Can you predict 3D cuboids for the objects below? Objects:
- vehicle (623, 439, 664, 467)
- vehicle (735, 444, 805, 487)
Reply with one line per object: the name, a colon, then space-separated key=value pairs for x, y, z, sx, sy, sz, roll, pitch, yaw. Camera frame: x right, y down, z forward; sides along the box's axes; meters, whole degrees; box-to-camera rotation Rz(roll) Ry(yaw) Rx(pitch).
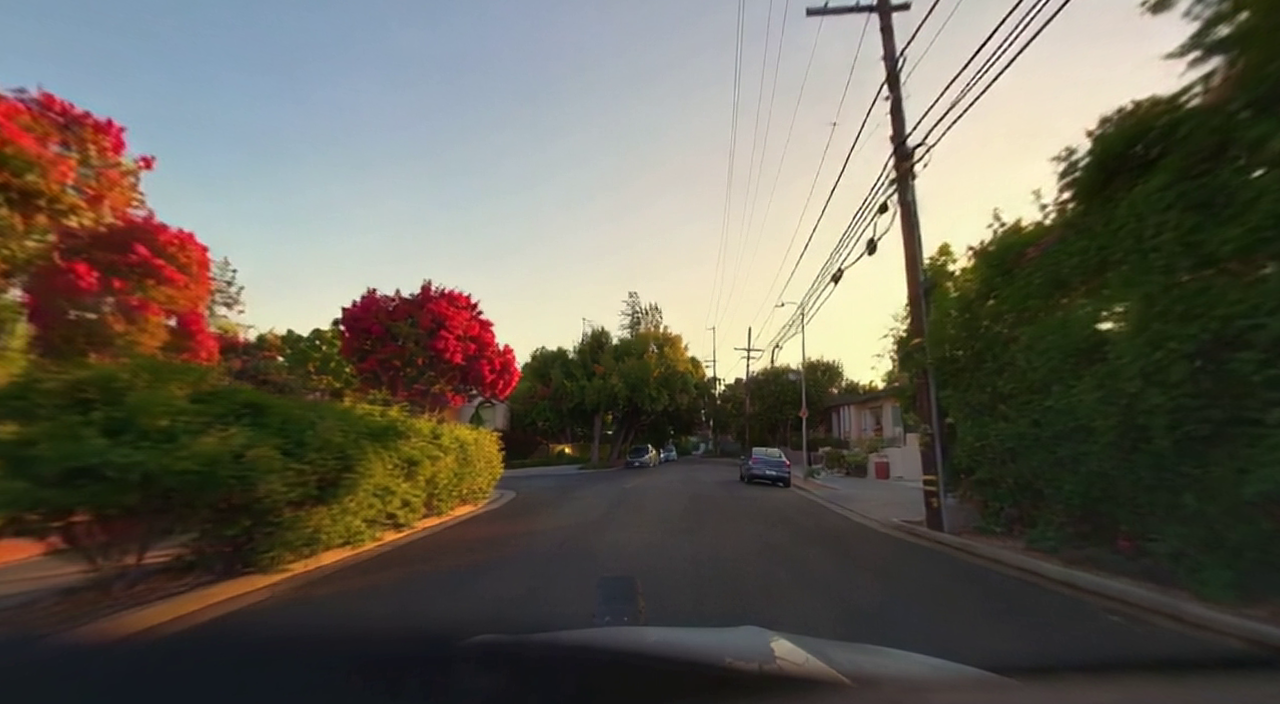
vehicle: x=0.350 y=7.673 z=47.860 sx=2.463 sy=1.951 sz=5.794 roll=-2 pitch=-9 yaw=6
vehicle: x=4.991 y=4.418 z=24.898 sx=2.151 sy=1.468 sz=5.066 roll=-1 pitch=-9 yaw=5
